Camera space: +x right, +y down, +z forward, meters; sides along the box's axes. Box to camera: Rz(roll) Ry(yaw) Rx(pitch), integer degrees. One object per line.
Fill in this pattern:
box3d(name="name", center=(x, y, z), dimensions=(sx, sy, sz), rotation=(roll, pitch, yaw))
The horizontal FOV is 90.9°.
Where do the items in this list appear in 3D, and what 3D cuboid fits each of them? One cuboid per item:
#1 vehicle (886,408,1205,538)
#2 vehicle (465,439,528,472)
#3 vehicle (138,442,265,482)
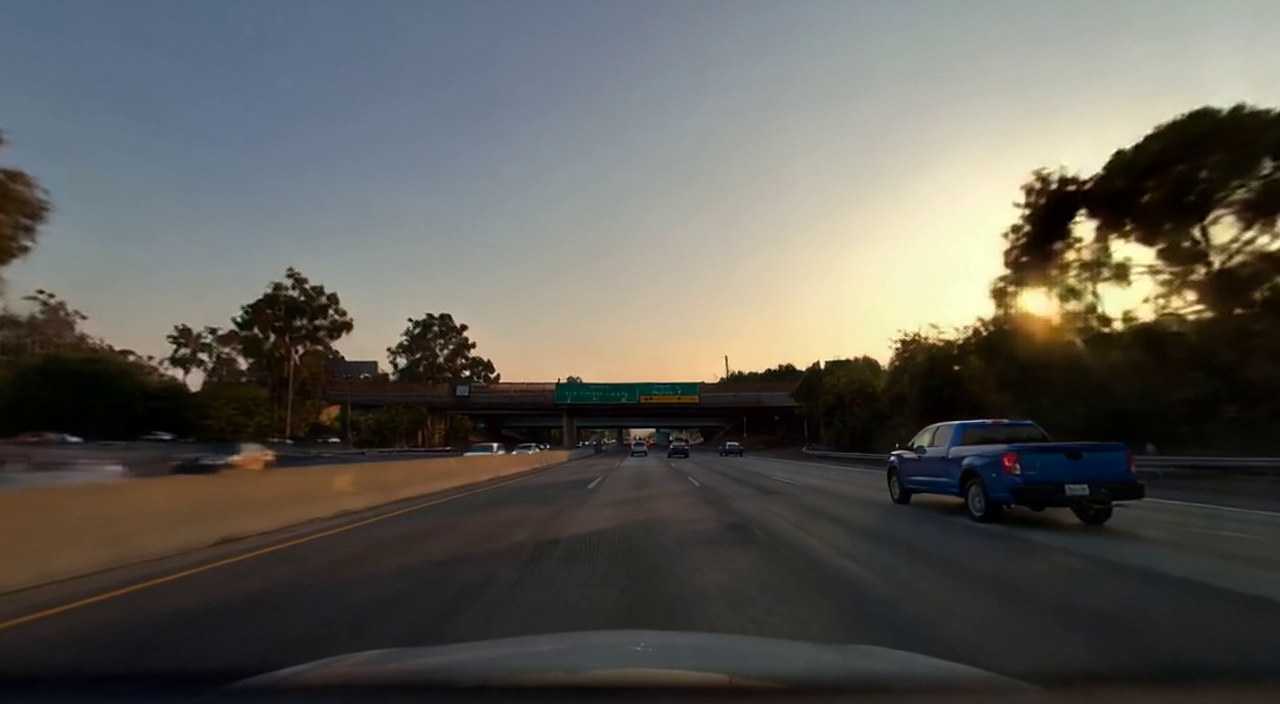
box3d(name="vehicle", center=(7.000, 2.168, 12.082), dimensions=(2.182, 1.852, 5.926), rotation=(0, -8, 0))
box3d(name="vehicle", center=(-7.491, 5.434, 33.480), dimensions=(2.142, 1.609, 4.783), rotation=(0, -8, 1))
box3d(name="vehicle", center=(-17.851, 4.480, 26.017), dimensions=(1.928, 1.482, 4.576), rotation=(0, -8, 0))
